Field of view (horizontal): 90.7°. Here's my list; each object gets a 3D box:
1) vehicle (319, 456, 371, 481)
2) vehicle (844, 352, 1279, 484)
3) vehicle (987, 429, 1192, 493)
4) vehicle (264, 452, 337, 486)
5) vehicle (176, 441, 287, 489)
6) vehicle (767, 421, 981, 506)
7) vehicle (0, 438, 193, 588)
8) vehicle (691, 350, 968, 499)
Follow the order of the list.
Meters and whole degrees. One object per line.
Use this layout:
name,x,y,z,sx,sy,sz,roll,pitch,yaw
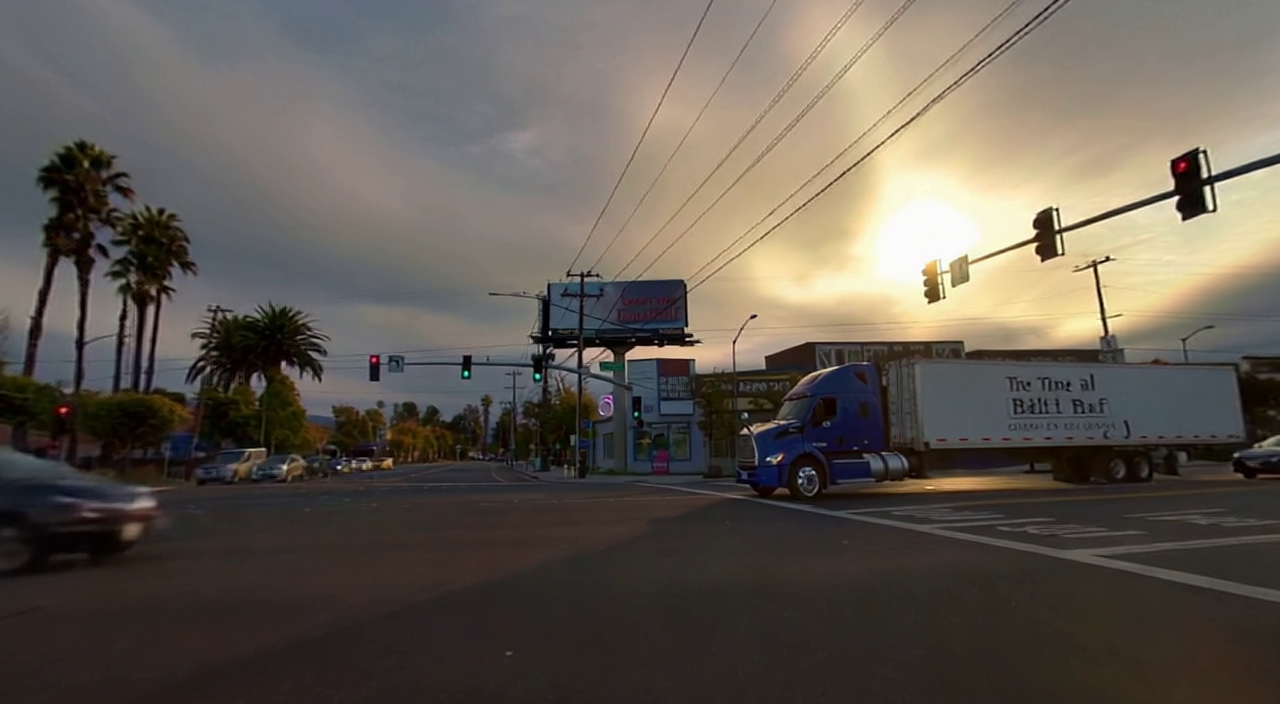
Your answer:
vehicle,-20.900,8.236,45.023,1.834,1.521,4.970,1,-9,-7
vehicle,16.122,2.481,23.212,17.071,4.151,2.876,1,-9,-12
vehicle,13.446,3.266,19.052,4.958,1.510,1.949,-2,-10,-11
vehicle,-19.632,6.767,36.863,2.028,1.744,4.876,1,-9,-7
vehicle,-24.100,6.659,37.760,2.989,2.573,6.053,0,-9,-5
vehicle,6.497,3.107,17.840,5.079,1.893,2.200,-2,-10,-13
vehicle,-8.464,1.751,7.129,5.114,1.492,2.040,1,-9,-11
vehicle,6.103,2.430,21.008,8.167,4.352,3.029,1,-9,-12
